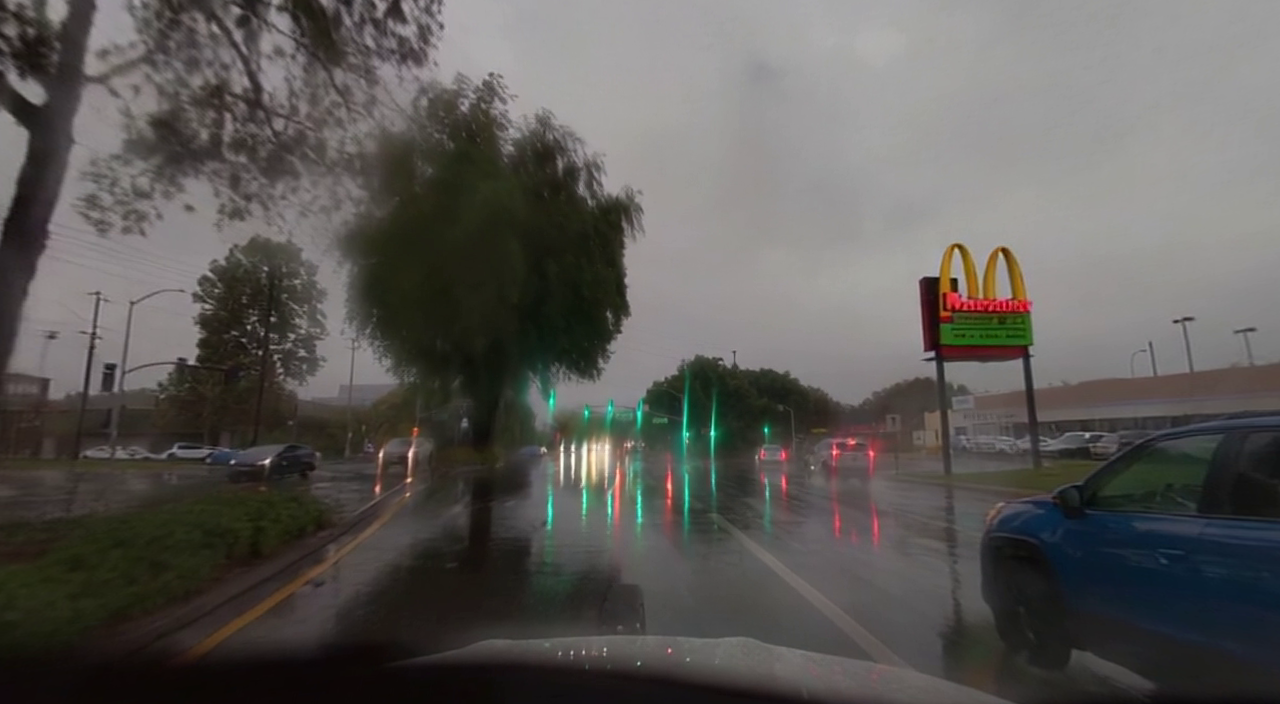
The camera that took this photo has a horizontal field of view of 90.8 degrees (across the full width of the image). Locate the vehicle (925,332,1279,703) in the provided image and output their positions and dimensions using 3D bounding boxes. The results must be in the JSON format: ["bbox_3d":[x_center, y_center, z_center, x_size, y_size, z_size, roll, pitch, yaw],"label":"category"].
[{"bbox_3d":[3.367,0.874,2.835,2.076,1.716,4.416,0,-9,0],"label":"vehicle"}]

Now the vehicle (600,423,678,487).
[{"bbox_3d":[-0.077,3.487,21.627,2.402,1.938,4.535,0,-9,-1],"label":"vehicle"}]

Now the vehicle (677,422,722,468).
[{"bbox_3d":[3.583,5.709,39.100,2.239,2.586,4.586,1,-8,-1],"label":"vehicle"}]

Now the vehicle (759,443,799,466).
[{"bbox_3d":[9.692,7.138,44.308,1.879,1.517,4.006,0,-9,0],"label":"vehicle"}]

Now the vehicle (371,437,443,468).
[{"bbox_3d":[-14.528,6.284,39.678,2.311,1.849,4.889,-1,-9,5],"label":"vehicle"}]

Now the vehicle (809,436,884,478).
[{"bbox_3d":[9.414,4.822,29.160,1.977,1.786,4.344,0,-8,0],"label":"vehicle"}]

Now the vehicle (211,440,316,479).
[{"bbox_3d":[-18.752,5.356,31.814,2.050,1.797,4.945,0,-9,2],"label":"vehicle"}]
